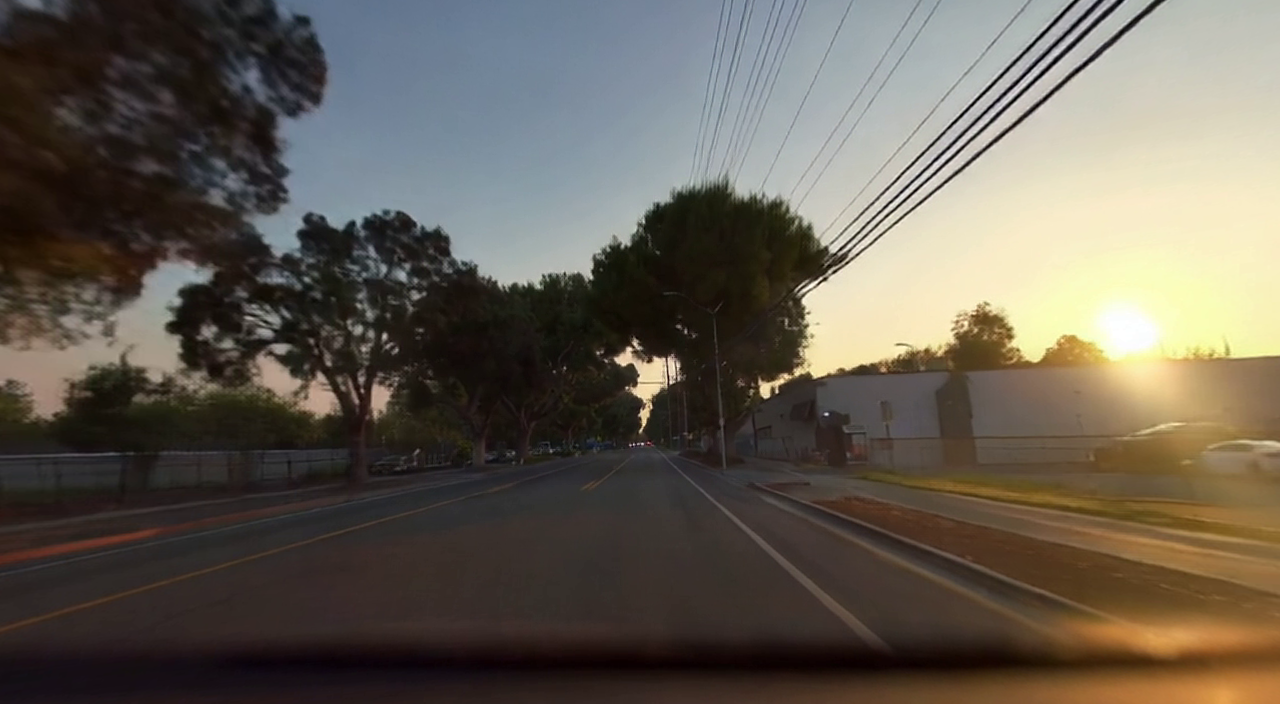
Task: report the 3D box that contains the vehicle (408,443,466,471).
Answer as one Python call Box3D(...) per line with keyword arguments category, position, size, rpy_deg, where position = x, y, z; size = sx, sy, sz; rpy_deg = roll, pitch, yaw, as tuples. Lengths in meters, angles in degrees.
Box3D(category="vehicle", position=(-13.952, 7.237, 43.713), size=(1.949, 1.735, 5.568), rpy_deg=(-2, -8, 3))

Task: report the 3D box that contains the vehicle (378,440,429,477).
Box3D(category="vehicle", position=(-16.384, 7.348, 43.892), size=(1.972, 1.891, 3.936), rpy_deg=(-3, -2, 1))
